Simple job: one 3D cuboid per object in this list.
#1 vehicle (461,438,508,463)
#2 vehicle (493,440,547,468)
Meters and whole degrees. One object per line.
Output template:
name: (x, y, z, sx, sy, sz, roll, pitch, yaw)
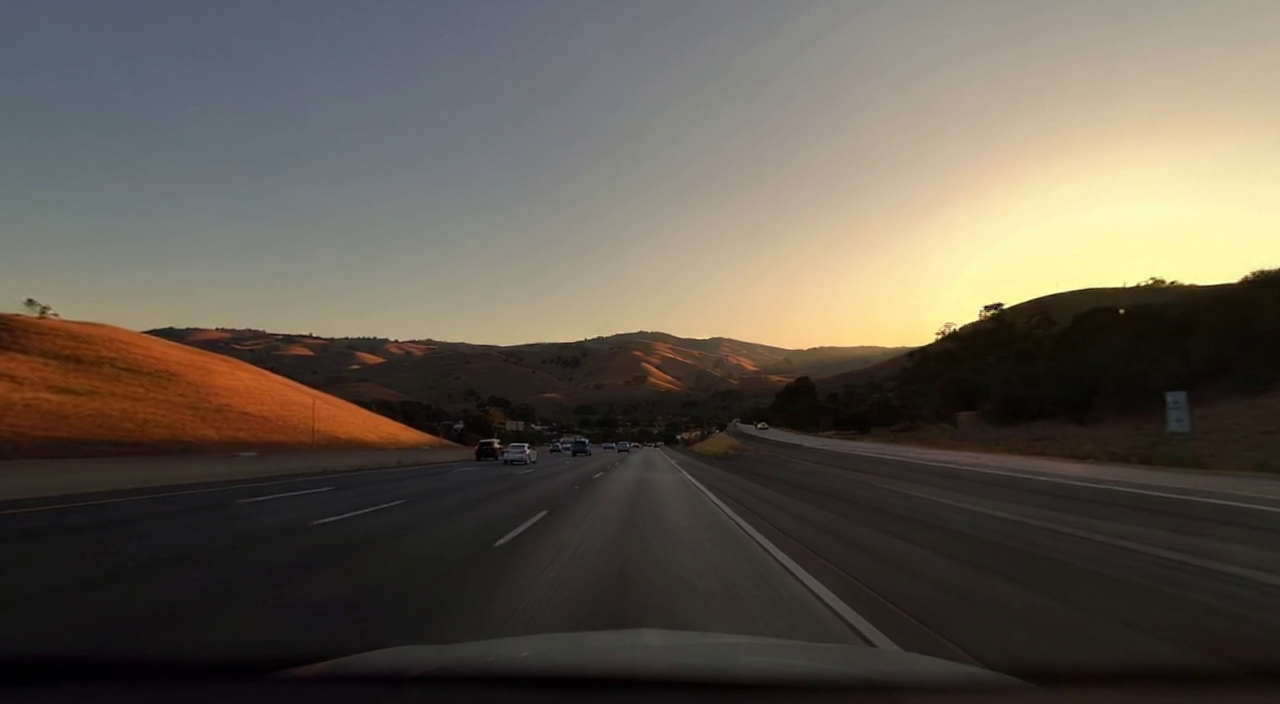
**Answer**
vehicle: (-11.114, 7.083, 45.401, 2.020, 1.645, 4.629, 0, -9, 2)
vehicle: (-6.814, 5.843, 36.196, 2.107, 1.484, 4.449, 0, -9, 2)
